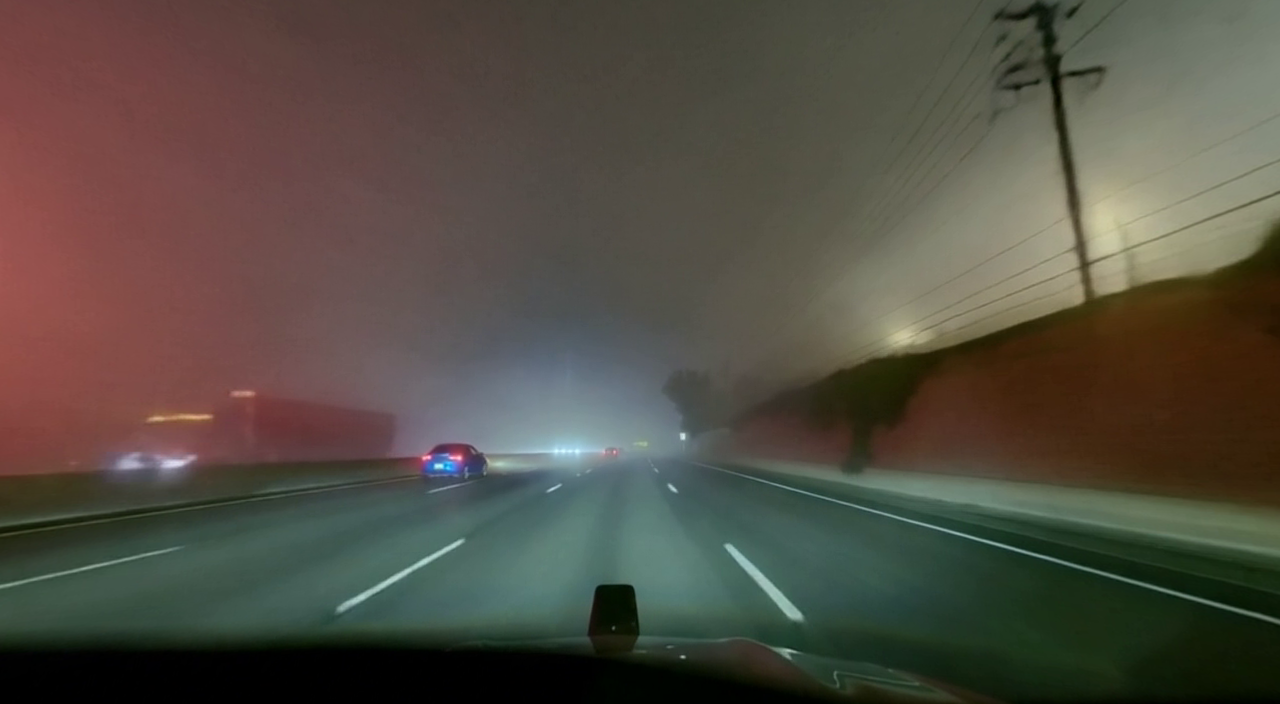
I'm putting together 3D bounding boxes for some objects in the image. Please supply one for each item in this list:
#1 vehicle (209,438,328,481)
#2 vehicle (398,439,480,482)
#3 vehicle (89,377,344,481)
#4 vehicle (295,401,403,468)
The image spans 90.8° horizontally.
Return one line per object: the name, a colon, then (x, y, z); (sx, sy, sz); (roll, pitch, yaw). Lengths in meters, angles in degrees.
vehicle: (-14.658, 4.262, 25.306); (2.012, 1.536, 4.552); (0, -8, 0)
vehicle: (-8.017, 4.330, 25.586); (2.013, 1.574, 3.923); (0, -8, 0)
vehicle: (-18.989, 3.844, 30.416); (2.983, 3.872, 13.479); (0, -8, 0)
vehicle: (-18.992, 5.528, 42.053); (2.837, 3.960, 8.808); (0, -8, 1)
